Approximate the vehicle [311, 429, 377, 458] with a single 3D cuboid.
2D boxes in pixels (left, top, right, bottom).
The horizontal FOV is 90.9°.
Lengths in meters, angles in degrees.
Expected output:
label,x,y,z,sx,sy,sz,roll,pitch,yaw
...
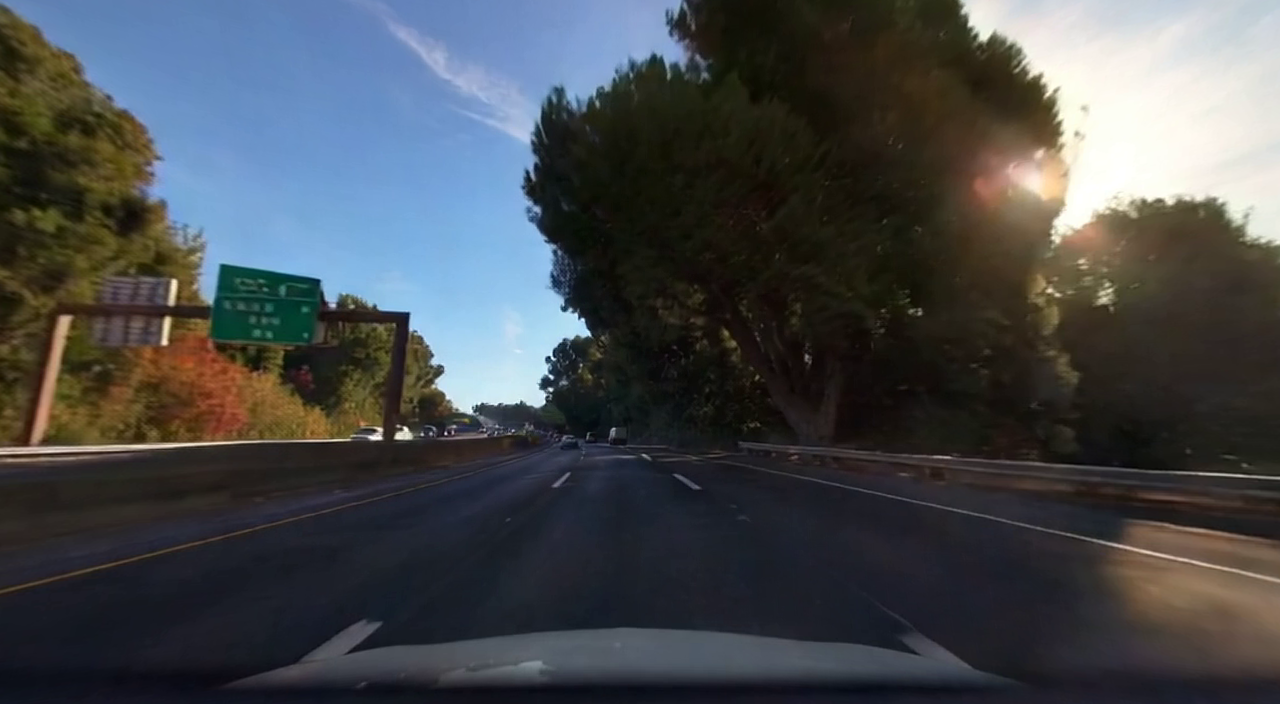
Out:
label,x,y,z,sx,sy,sz,roll,pitch,yaw
vehicle,-15.885,4.929,34.039,1.845,1.486,3.730,0,-8,-3
